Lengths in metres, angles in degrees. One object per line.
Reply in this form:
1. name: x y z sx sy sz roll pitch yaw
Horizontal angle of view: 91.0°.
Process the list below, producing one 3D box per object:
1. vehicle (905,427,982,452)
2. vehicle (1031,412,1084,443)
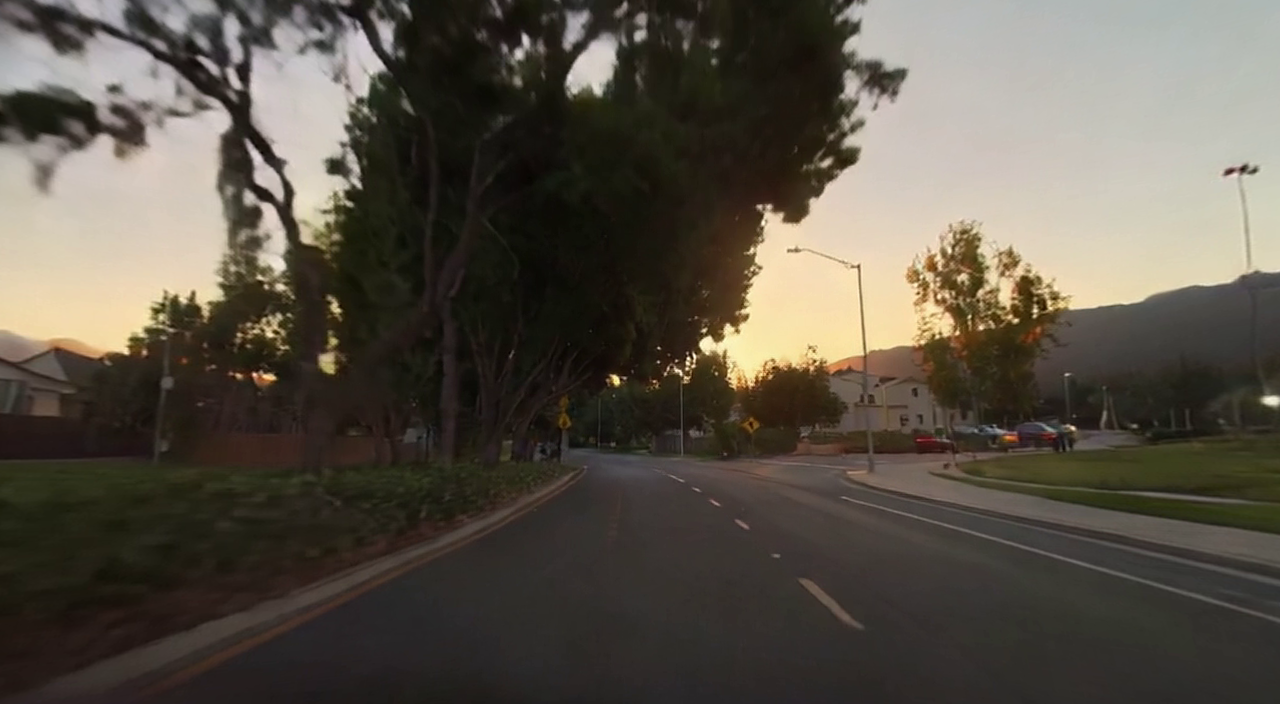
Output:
1. vehicle: 21.006 6.099 43.588 4.499 1.627 2.003 -5 -10 33
2. vehicle: 29.494 5.357 44.412 2.111 2.008 4.557 -8 -12 44
